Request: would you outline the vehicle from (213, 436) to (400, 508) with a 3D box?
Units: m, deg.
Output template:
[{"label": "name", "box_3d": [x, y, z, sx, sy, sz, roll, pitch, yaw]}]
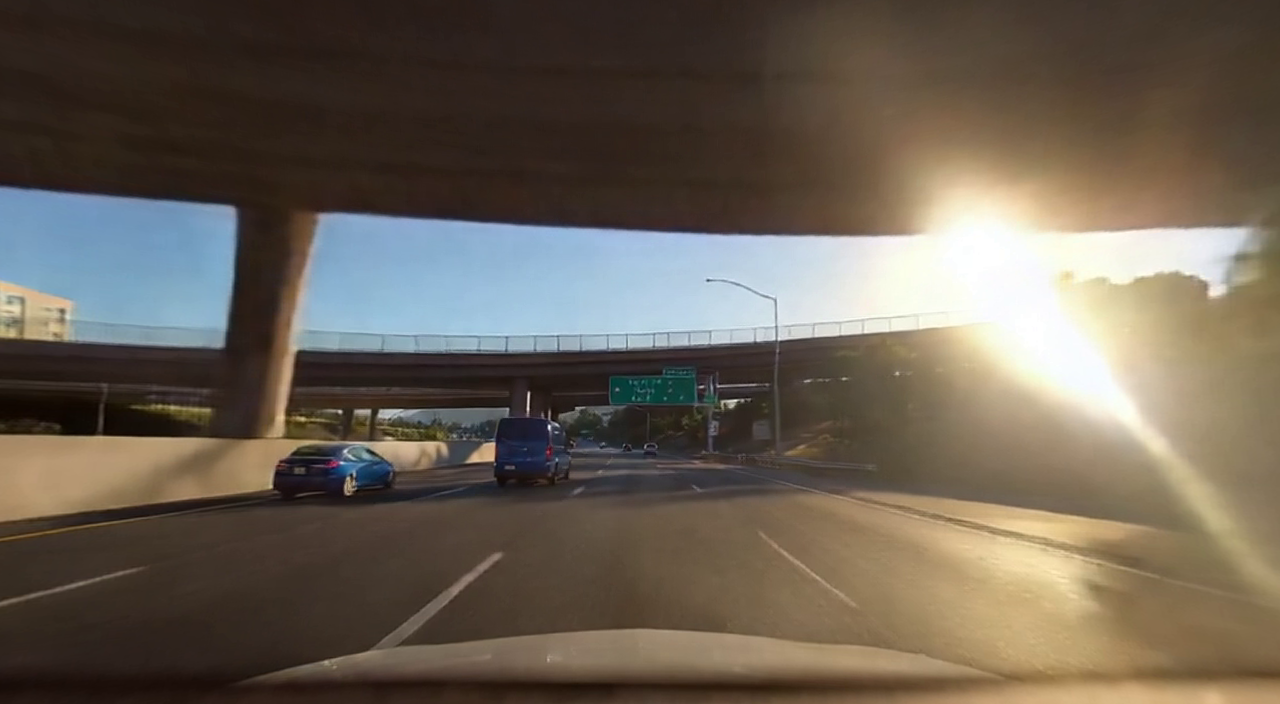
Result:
[{"label": "vehicle", "box_3d": [-7.958, 2.880, 15.661, 1.987, 1.490, 4.781, 0, -8, 1]}]

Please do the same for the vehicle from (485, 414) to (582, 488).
[{"label": "vehicle", "box_3d": [-3.536, 3.444, 22.062, 2.372, 2.248, 5.393, 0, -9, 1]}]
